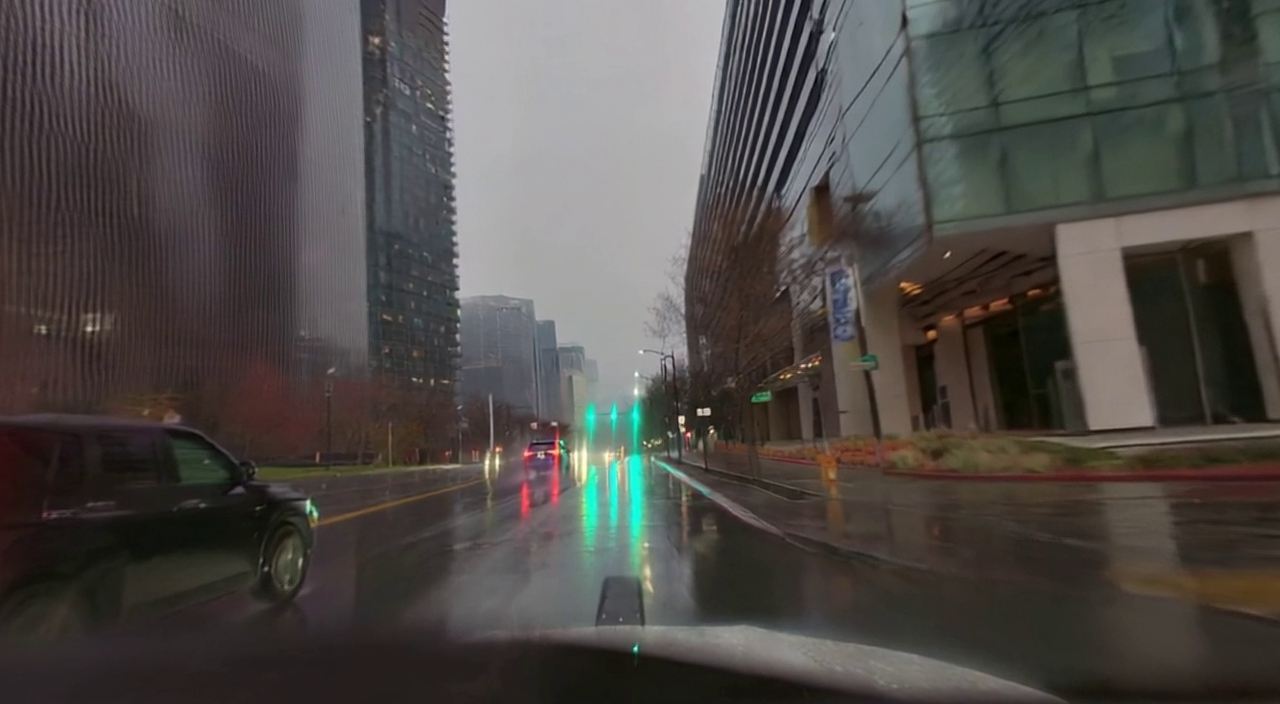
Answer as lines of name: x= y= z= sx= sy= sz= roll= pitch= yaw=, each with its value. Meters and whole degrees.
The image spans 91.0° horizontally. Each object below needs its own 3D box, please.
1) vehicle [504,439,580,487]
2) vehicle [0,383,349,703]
vehicle: x=-4.077 y=4.736 z=27.130 sx=2.384 sy=1.849 sz=5.009 roll=0 pitch=-9 yaw=1
vehicle: x=-4.490 y=1.283 z=4.916 sx=2.169 sy=1.741 sz=4.588 roll=0 pitch=-9 yaw=1
